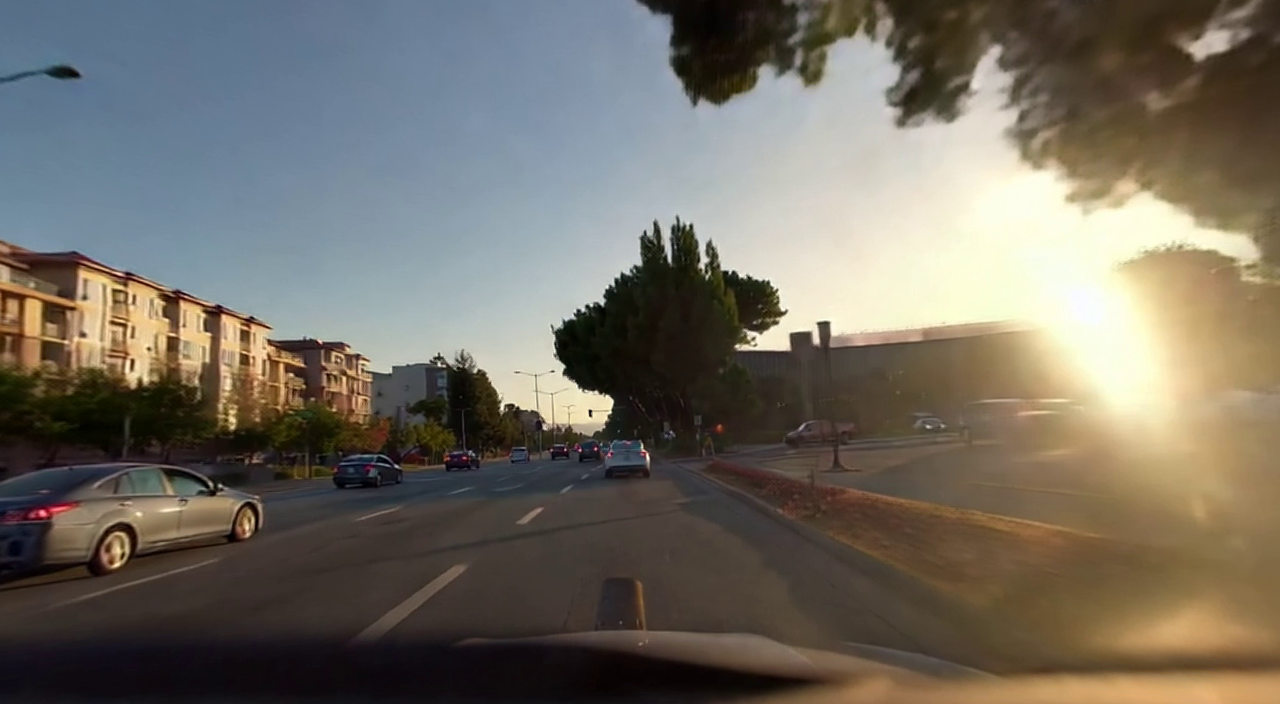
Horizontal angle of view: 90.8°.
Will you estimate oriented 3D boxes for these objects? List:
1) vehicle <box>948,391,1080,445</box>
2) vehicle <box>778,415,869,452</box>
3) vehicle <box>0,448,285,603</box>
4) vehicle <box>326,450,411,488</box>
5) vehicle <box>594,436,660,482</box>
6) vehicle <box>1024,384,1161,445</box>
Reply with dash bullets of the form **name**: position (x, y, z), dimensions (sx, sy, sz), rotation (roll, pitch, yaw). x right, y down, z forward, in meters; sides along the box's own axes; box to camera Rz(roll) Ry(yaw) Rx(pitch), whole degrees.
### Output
- **vehicle**: position (15.753, 2.921, 27.051), dimensions (2.395, 2.028, 5.135), rotation (0, -9, -1)
- **vehicle**: position (12.635, 5.618, 43.827), dimensions (5.253, 2.014, 2.666), rotation (-5, -6, -5)
- **vehicle**: position (-7.025, 2.035, 8.448), dimensions (1.906, 1.449, 4.576), rotation (0, -8, 0)
- **vehicle**: position (-11.774, 5.074, 27.739), dimensions (2.024, 1.484, 4.592), rotation (1, -8, -5)
- **vehicle**: position (-0.459, 3.760, 22.477), dimensions (2.099, 1.469, 4.389), rotation (0, -8, -1)
- **vehicle**: position (18.552, 2.680, 26.231), dimensions (2.002, 2.015, 4.254), rotation (-8, -8, -6)
